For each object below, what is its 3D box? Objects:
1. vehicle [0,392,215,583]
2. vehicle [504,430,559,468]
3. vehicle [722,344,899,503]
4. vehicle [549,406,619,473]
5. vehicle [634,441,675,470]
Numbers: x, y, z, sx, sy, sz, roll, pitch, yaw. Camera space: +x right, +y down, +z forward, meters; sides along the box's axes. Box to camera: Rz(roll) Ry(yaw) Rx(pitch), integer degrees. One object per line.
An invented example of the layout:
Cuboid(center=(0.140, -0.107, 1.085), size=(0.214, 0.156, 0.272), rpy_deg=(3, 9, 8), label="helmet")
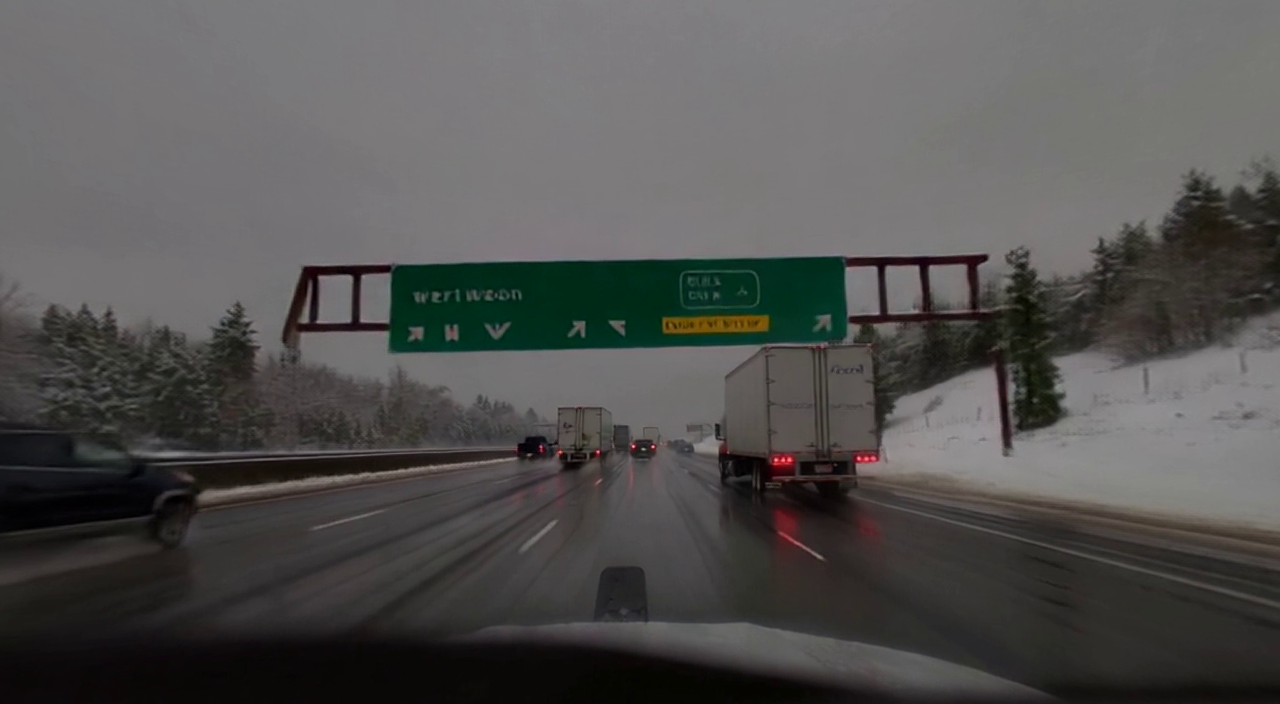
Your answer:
Cuboid(center=(-7.385, 1.381, 6.533), size=(2.272, 1.850, 5.156), rpy_deg=(0, -9, 1), label="vehicle")
Cuboid(center=(-6.664, 6.040, 39.517), size=(2.322, 2.195, 5.556), rpy_deg=(0, -9, 2), label="vehicle")
Cuboid(center=(4.224, 2.113, 17.691), size=(2.895, 3.484, 7.631), rpy_deg=(0, -9, 1), label="vehicle")
Cuboid(center=(-2.751, 4.684, 33.596), size=(2.745, 3.156, 7.608), rpy_deg=(0, -9, 2), label="vehicle")
Cuboid(center=(0.791, 5.602, 34.321), size=(2.105, 1.502, 4.068), rpy_deg=(0, -9, 1), label="vehicle")
